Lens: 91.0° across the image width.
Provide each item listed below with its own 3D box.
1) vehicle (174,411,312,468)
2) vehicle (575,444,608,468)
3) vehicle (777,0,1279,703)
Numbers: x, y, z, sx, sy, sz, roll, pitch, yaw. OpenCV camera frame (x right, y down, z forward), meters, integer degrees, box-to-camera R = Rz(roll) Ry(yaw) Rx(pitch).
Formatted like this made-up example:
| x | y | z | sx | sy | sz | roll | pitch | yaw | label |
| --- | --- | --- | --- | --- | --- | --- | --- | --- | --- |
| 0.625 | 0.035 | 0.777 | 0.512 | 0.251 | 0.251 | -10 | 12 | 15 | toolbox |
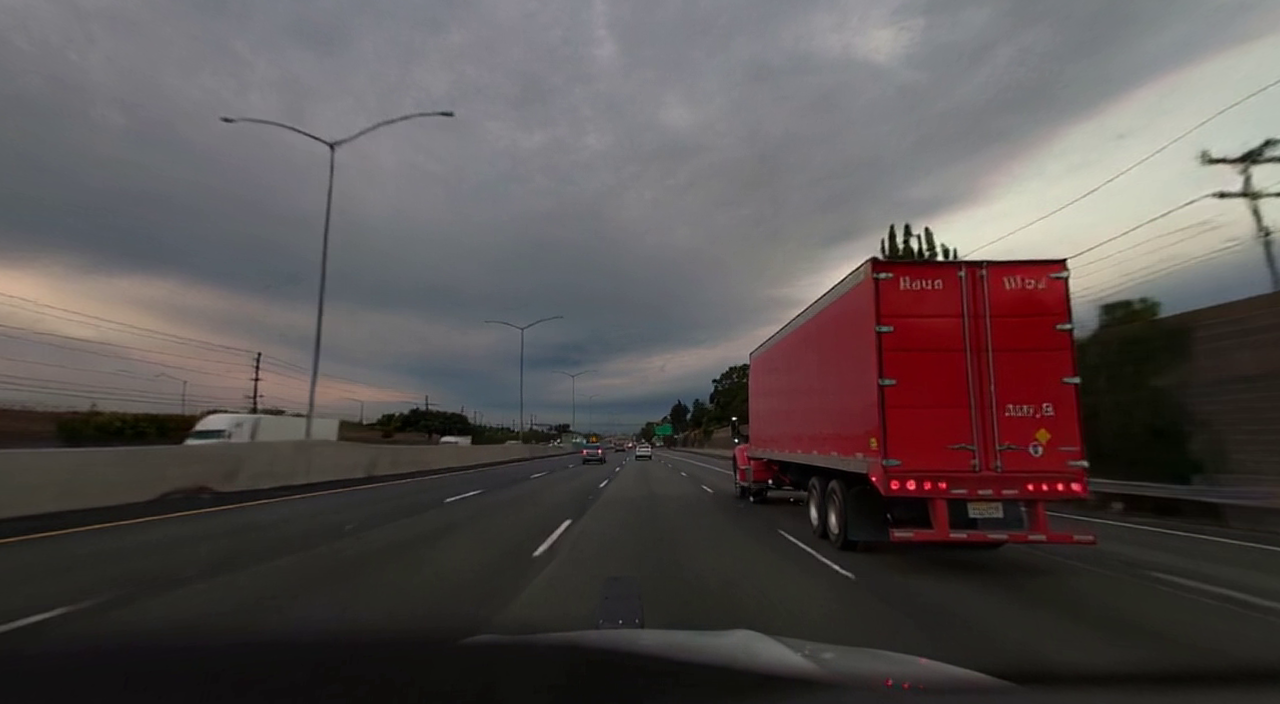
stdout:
| x | y | z | sx | sy | sz | roll | pitch | yaw | label |
| --- | --- | --- | --- | --- | --- | --- | --- | --- | --- |
| -28.739 | 6.497 | 46.531 | 3.010 | 3.665 | 10.888 | 0 | -9 | 0 | vehicle |
| -3.480 | 7.552 | 45.985 | 2.000 | 1.658 | 4.155 | 0 | -9 | 1 | vehicle |
| 3.863 | -0.180 | 3.162 | 2.899 | 4.078 | 16.430 | 0 | -8 | 1 | vehicle |
